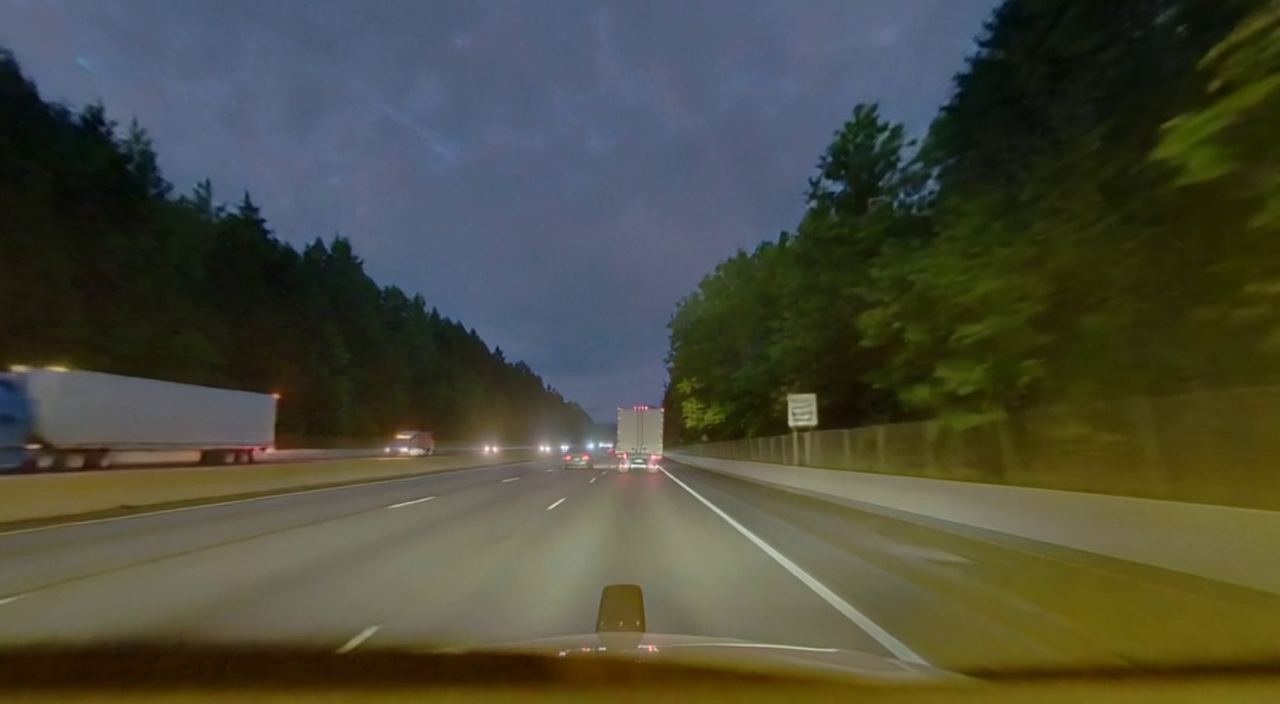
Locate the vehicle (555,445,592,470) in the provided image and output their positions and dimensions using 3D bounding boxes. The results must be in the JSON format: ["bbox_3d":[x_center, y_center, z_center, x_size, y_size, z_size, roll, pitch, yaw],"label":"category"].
[{"bbox_3d":[-4.395,7.066,42.321,1.964,1.556,4.071,0,-9,0],"label":"vehicle"}]

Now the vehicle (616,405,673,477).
[{"bbox_3d":[0.119,5.692,39.562,2.976,3.800,12.335,0,-9,-1],"label":"vehicle"}]

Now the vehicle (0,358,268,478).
[{"bbox_3d":[-23.265,3.325,28.088,3.069,3.979,17.930,0,-9,-2],"label":"vehicle"}]
